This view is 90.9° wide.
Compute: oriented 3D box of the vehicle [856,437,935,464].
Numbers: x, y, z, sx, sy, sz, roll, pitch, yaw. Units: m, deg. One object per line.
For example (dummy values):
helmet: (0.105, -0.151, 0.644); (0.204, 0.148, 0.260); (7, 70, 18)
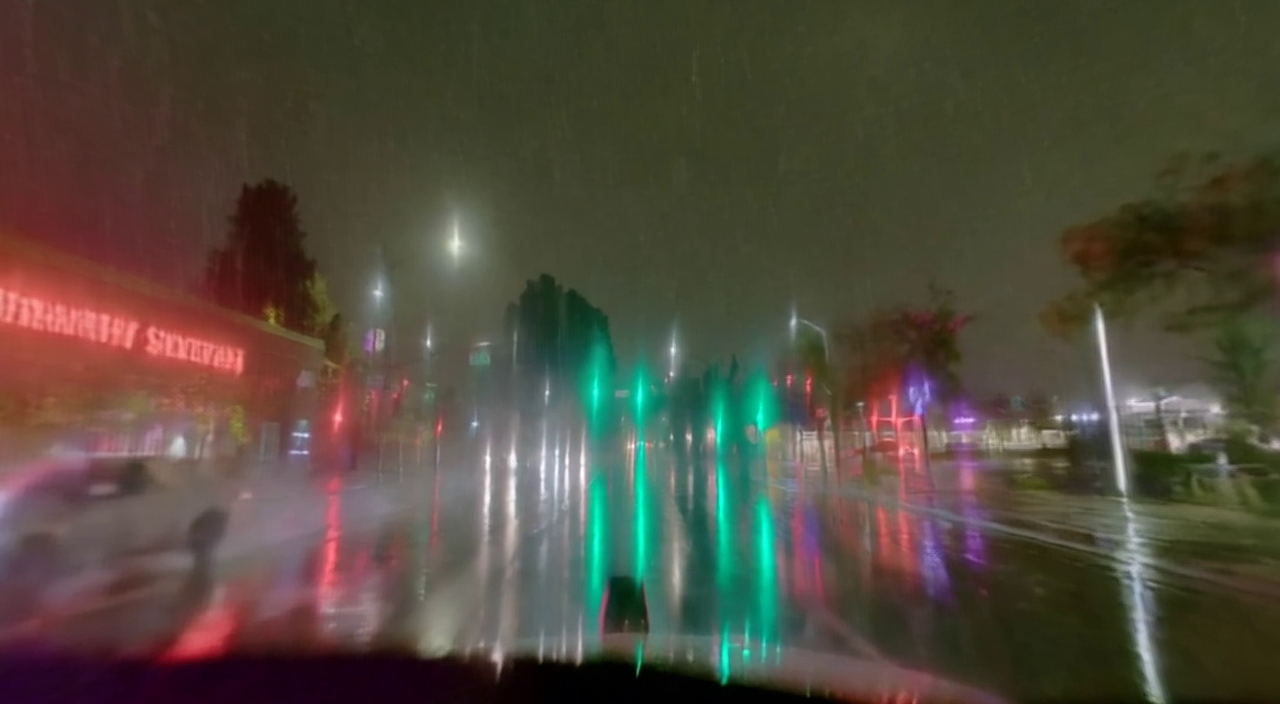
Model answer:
vehicle: (16.699, 6.469, 41.381); (4.299, 1.679, 2.011); (0, -9, 0)

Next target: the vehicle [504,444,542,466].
vehicle: (-8.522, 7.529, 46.275); (1.978, 1.561, 3.907); (0, -9, 1)

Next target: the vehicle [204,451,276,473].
vehicle: (-28.014, 7.696, 44.267); (3.760, 1.480, 1.795); (1, -9, -7)

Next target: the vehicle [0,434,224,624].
vehicle: (-6.138, 1.469, 5.403); (2.097, 1.495, 4.489); (0, -9, -1)
